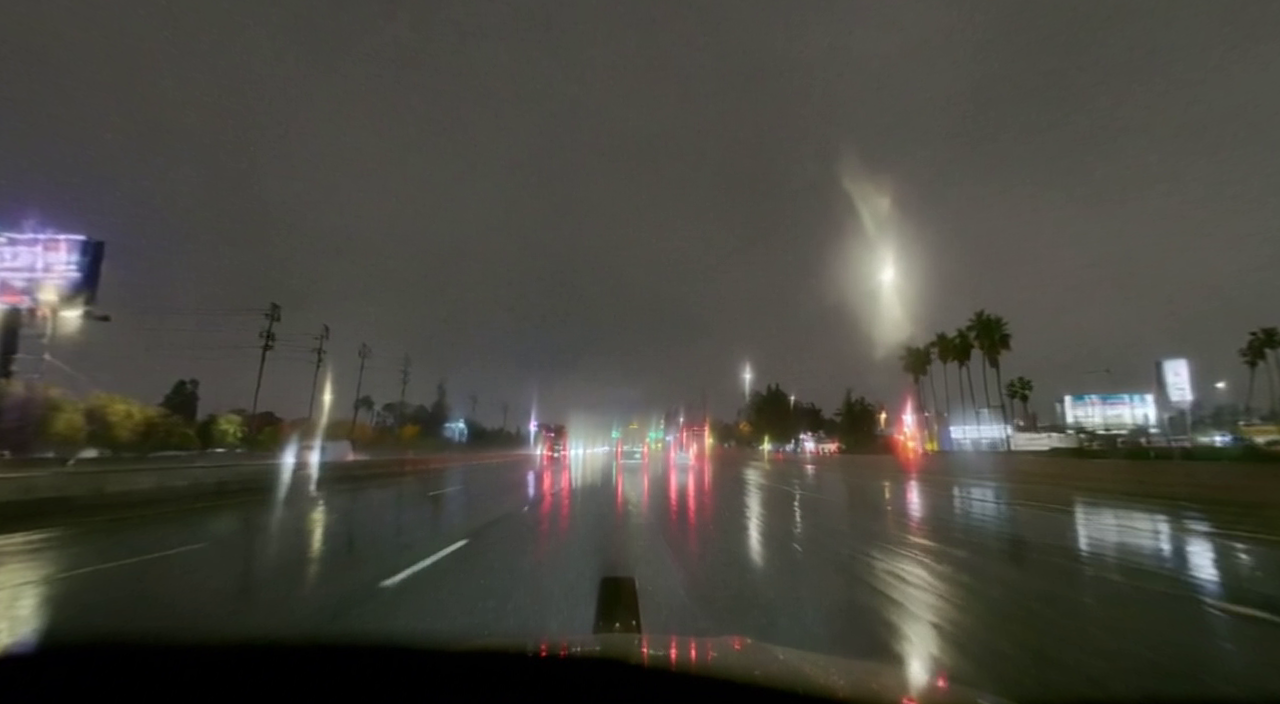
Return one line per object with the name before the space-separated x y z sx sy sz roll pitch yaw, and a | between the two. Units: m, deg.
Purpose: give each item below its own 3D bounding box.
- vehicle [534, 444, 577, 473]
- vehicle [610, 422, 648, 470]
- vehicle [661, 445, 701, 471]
vehicle | -5.069 6.431 38.322 2.021 1.598 4.887 0 -9 -1
vehicle | -0.758 6.325 42.345 2.364 2.953 6.495 0 -9 -1
vehicle | 2.644 6.958 41.809 2.175 1.598 4.584 0 -9 -2
